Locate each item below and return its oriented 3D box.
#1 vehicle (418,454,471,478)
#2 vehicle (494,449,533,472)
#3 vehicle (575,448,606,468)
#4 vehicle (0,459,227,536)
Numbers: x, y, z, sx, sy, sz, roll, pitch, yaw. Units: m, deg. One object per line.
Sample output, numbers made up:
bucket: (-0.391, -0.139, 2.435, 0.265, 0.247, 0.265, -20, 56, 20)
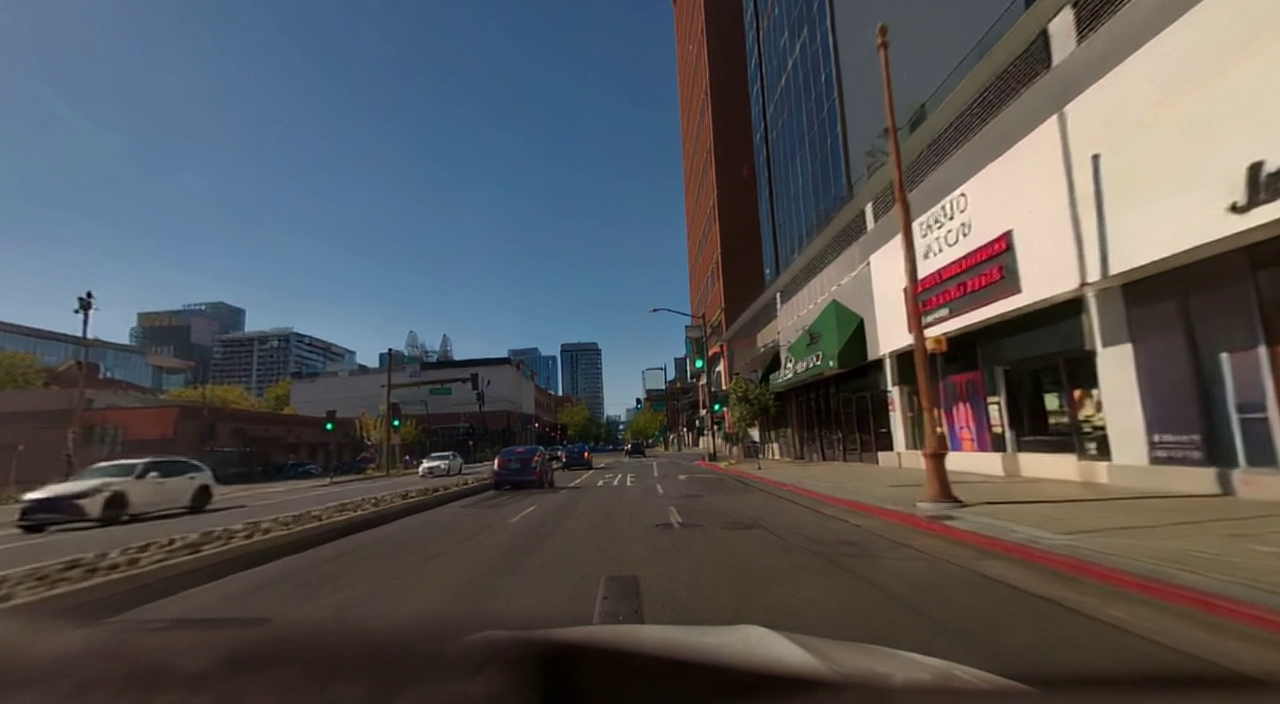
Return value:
vehicle: (-13.019, 7.599, 42.348, 1.949, 1.481, 4.746, 0, -9, 1)
vehicle: (-9.681, 8.341, 48.799, 2.010, 1.615, 4.536, -1, -9, 1)
vehicle: (-3.722, 7.983, 47.842, 1.962, 1.420, 4.021, -1, -9, 1)
vehicle: (-12.469, 3.423, 15.413, 1.876, 1.530, 4.198, 0, -9, 0)
